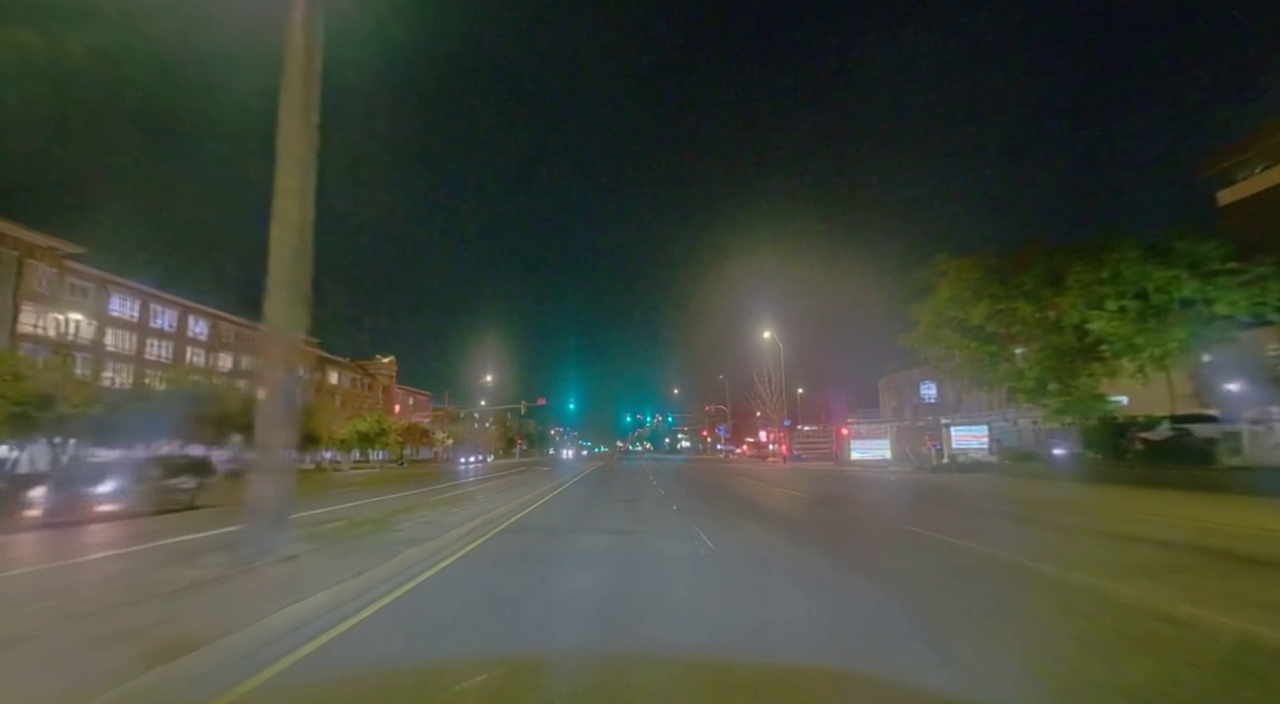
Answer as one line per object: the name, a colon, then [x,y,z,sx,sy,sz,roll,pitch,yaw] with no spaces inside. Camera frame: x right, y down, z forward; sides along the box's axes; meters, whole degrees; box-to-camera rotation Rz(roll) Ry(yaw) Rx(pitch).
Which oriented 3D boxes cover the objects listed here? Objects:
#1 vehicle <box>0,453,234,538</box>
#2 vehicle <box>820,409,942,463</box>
vehicle: [-11.810,3.125,14.441,1.918,1.546,4.683,0,-9,0]
vehicle: [16.619,5.824,43.893,7.225,3.553,2.709,0,-9,-4]
